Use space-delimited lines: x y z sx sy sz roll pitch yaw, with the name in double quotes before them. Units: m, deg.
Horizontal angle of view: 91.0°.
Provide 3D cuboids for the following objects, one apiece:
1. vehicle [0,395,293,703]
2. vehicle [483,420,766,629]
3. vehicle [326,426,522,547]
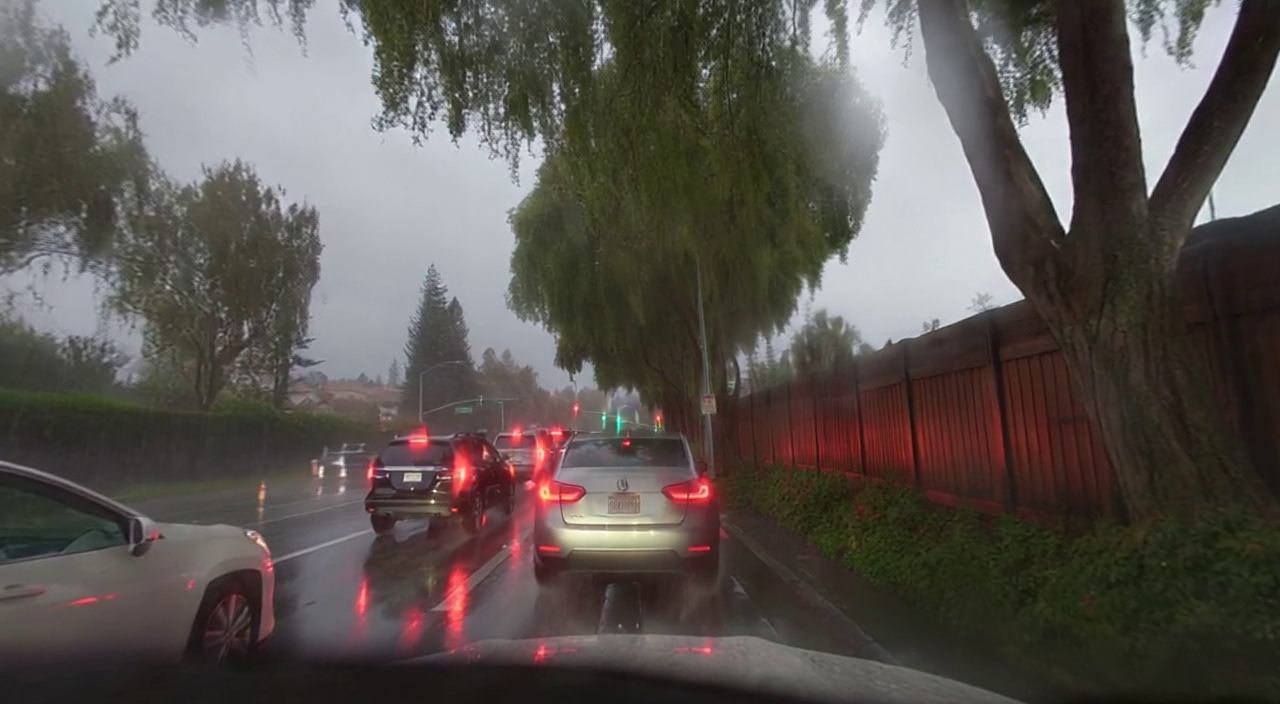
"vehicle" -3.180 0.829 1.572 1.980 1.520 4.636 0 -8 0
"vehicle" -0.139 1.507 6.445 1.995 1.460 3.865 0 -8 -1
"vehicle" -3.225 2.062 10.255 1.850 1.582 3.688 0 -8 0
